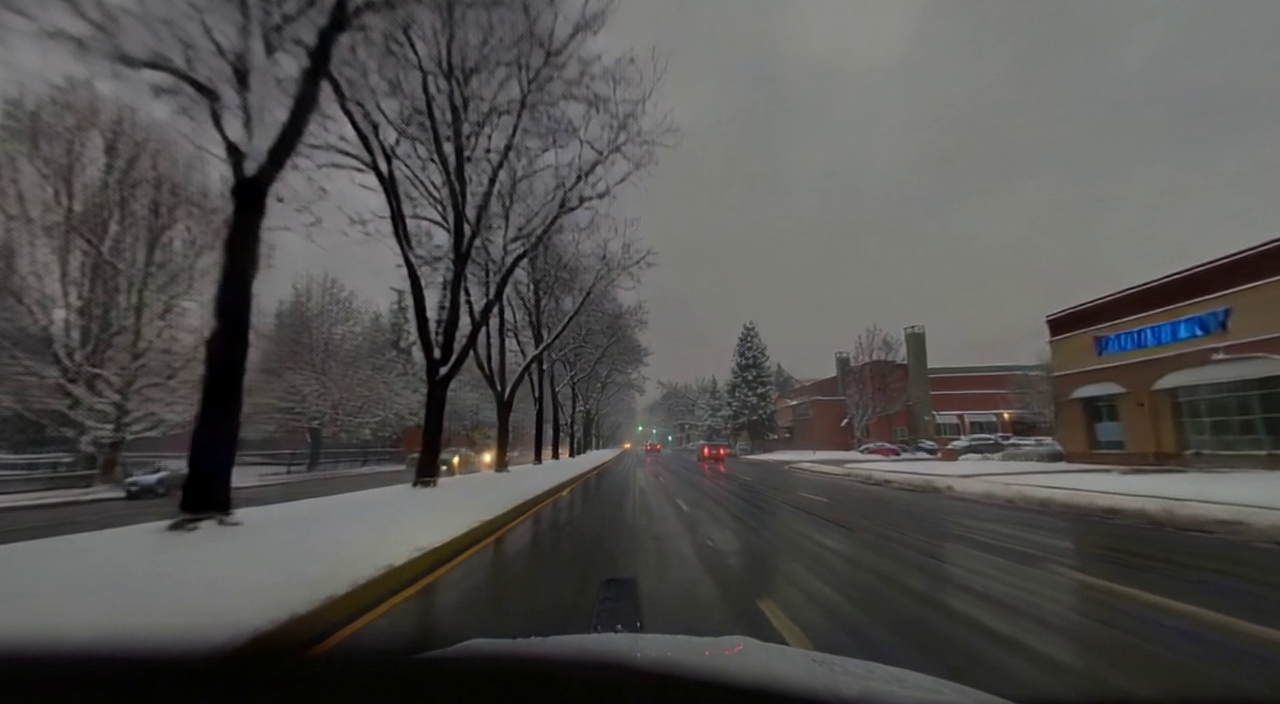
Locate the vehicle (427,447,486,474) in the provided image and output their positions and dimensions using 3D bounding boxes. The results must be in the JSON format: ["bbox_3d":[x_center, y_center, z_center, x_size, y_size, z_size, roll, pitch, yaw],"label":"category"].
[{"bbox_3d":[-10.862,6.463,37.804,2.031,1.481,4.577,-1,-9,2],"label":"vehicle"}]

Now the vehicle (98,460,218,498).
[{"bbox_3d":[-21.438,5.625,28.374,1.847,1.454,4.413,0,-9,1],"label":"vehicle"}]
